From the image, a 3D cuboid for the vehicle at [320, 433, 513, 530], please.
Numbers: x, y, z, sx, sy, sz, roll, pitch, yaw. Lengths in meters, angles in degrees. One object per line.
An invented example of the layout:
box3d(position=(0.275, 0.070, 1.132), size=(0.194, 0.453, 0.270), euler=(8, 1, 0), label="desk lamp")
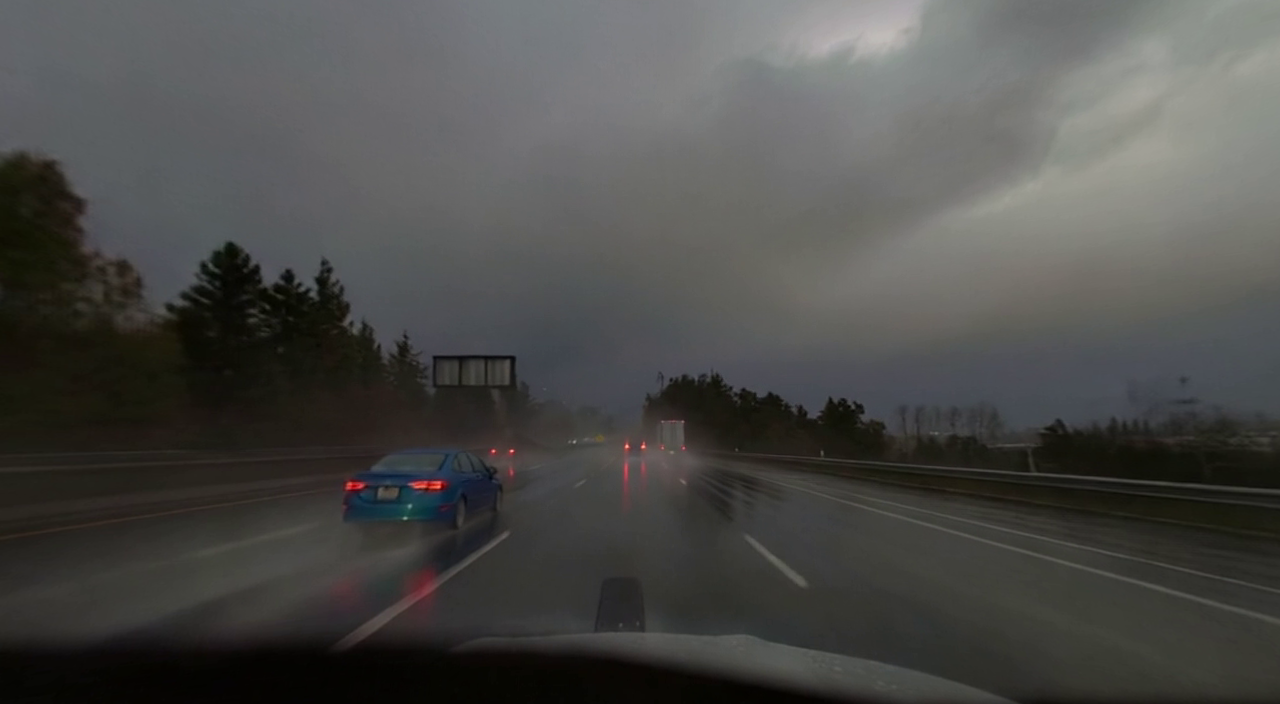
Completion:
box3d(position=(-3.930, 2.354, 12.052), size=(2.090, 1.487, 4.276), euler=(0, -9, 0), label="vehicle")
